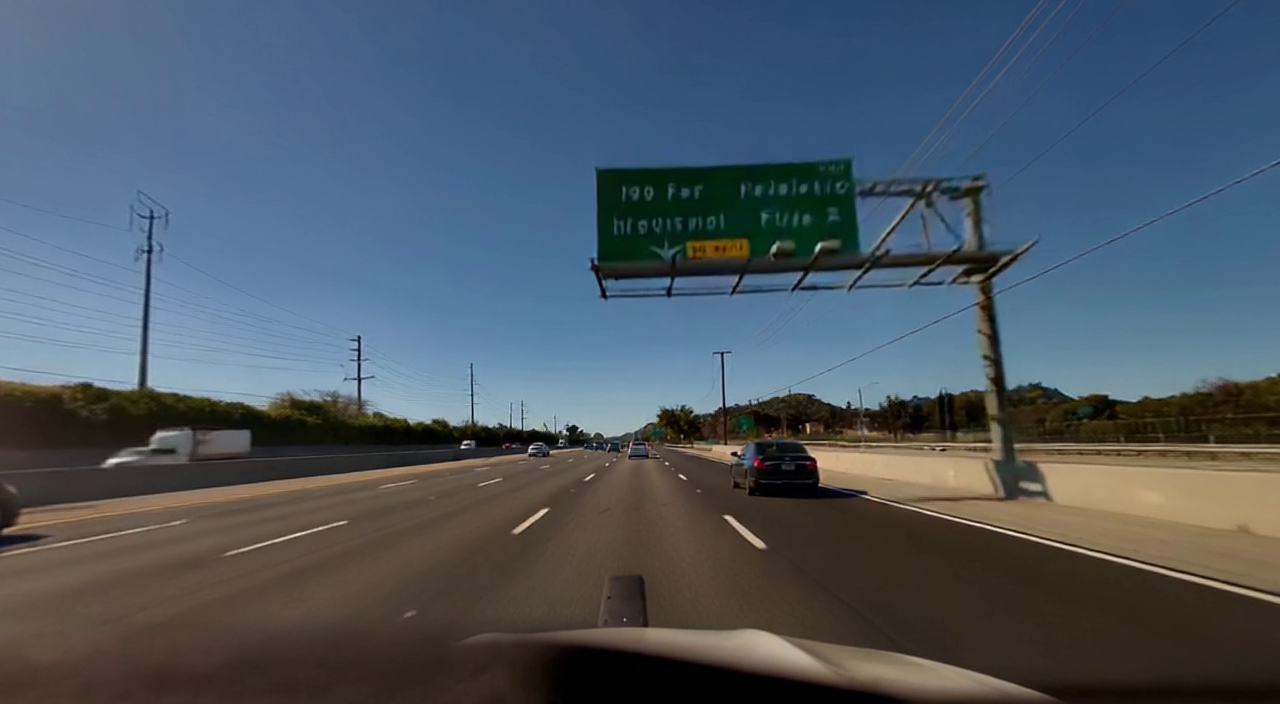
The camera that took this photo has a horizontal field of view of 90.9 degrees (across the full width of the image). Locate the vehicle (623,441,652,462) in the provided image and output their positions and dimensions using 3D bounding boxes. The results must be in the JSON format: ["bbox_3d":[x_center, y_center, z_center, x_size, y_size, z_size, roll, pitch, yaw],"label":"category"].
[{"bbox_3d":[-0.172,7.185,45.679,2.036,1.474,3.969,0,-8,0],"label":"vehicle"}]

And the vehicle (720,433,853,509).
[{"bbox_3d":[3.285,2.758,15.164,2.060,1.526,4.387,0,-8,-1],"label":"vehicle"}]

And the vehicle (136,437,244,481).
[{"bbox_3d":[-34.347,8.128,48.578,2.906,3.015,7.192,-1,-8,1],"label":"vehicle"}]
